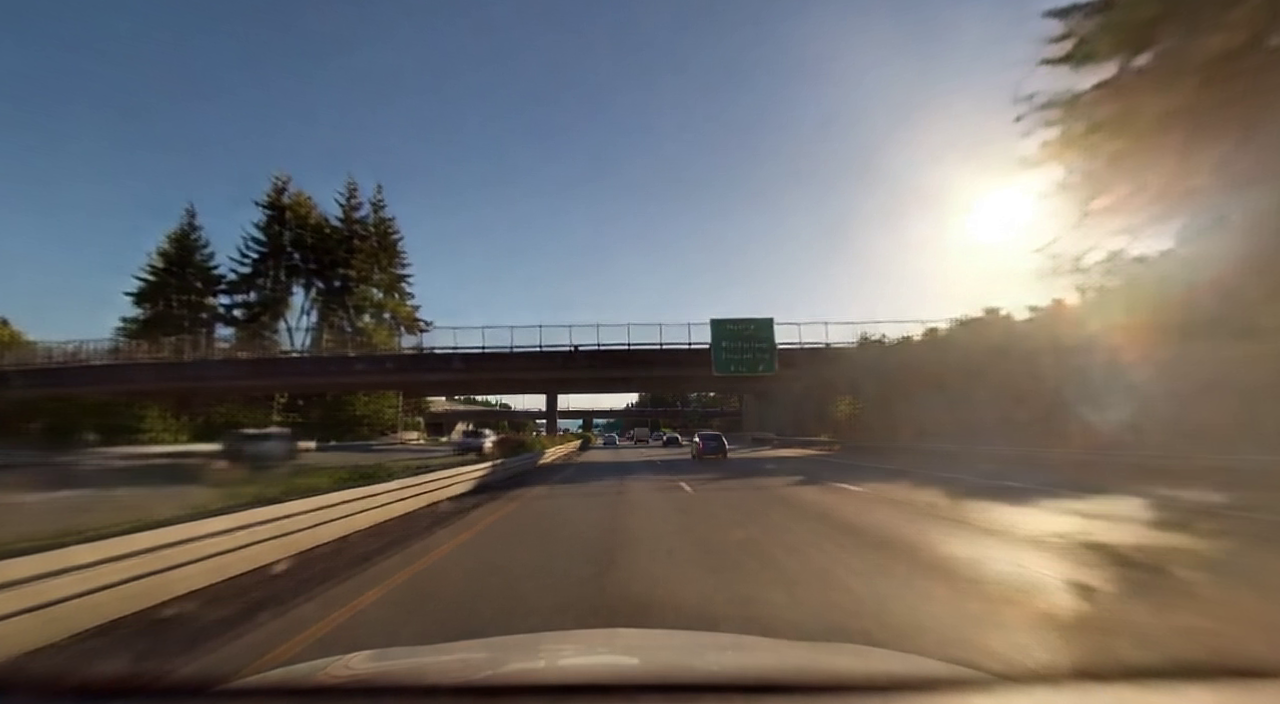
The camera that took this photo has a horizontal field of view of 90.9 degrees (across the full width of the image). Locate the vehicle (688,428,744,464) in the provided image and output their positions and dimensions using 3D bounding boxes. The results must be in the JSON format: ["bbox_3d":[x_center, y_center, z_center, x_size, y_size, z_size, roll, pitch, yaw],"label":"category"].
[{"bbox_3d":[3.434,4.338,29.291,1.938,1.578,3.764,0,-8,-3],"label":"vehicle"}]

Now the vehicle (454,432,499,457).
[{"bbox_3d":[-9.855,5.580,38.179,1.815,1.452,3.760,0,-8,-1],"label":"vehicle"}]

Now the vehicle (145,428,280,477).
[{"bbox_3d":[-14.033,3.309,21.003,1.896,1.460,3.804,0,-8,-2],"label":"vehicle"}]
